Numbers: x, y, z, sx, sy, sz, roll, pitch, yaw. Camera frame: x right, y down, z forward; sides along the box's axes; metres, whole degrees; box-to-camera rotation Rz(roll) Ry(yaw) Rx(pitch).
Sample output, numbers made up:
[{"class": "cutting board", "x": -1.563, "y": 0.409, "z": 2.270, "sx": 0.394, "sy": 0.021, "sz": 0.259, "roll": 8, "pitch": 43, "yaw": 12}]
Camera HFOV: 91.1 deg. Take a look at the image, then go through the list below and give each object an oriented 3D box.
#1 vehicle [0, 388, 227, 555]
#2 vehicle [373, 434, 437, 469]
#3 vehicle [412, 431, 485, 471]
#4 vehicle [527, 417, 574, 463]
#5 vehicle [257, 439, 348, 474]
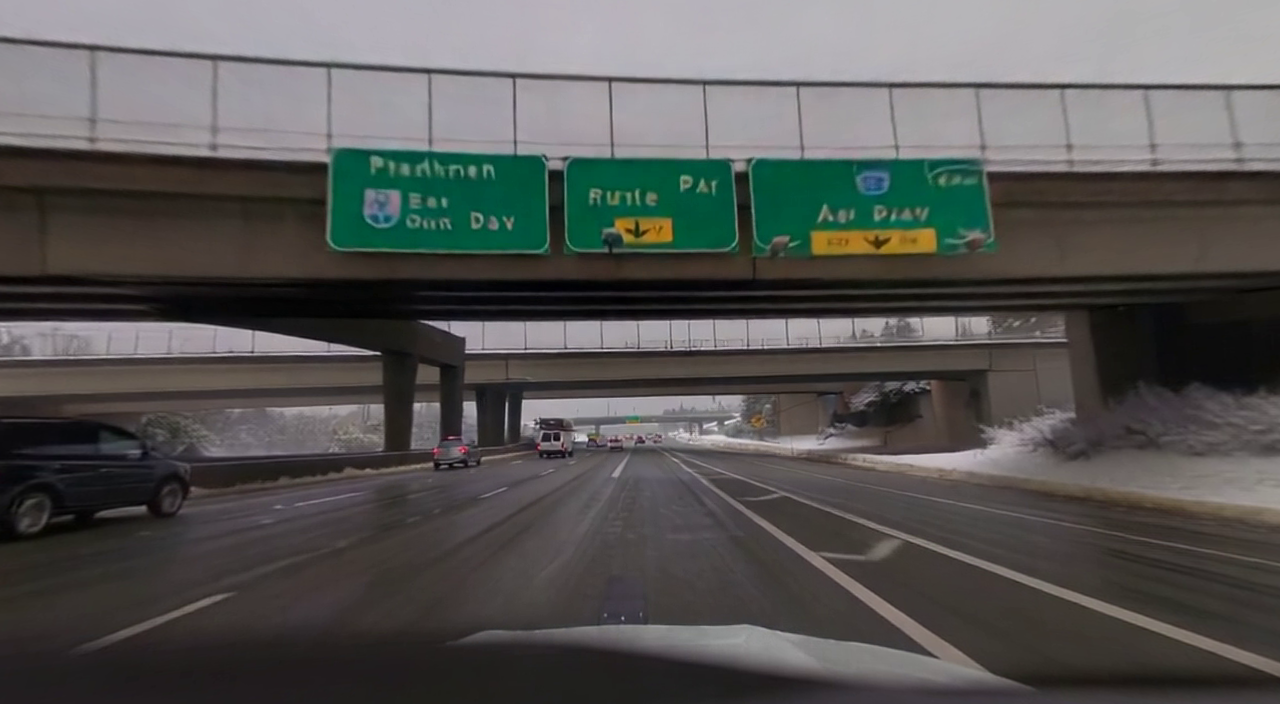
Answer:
[{"class": "vehicle", "x": -8.665, "y": 1.663, "z": 9.124, "sx": 2.179, "sy": 1.948, "sz": 4.618, "roll": 0, "pitch": -8, "yaw": -1}, {"class": "vehicle", "x": -12.634, "y": 5.360, "z": 34.019, "sx": 1.900, "sy": 1.726, "sz": 4.236, "roll": 0, "pitch": -8, "yaw": -2}, {"class": "vehicle", "x": -9.209, "y": 4.805, "z": 30.611, "sx": 2.109, "sy": 1.784, "sz": 4.709, "roll": 0, "pitch": -8, "yaw": -1}, {"class": "vehicle", "x": -5.951, "y": 5.980, "z": 42.602, "sx": 2.301, "sy": 2.843, "sz": 6.458, "roll": 0, "pitch": -8, "yaw": -1}, {"class": "vehicle", "x": -15.846, "y": 4.921, "z": 29.762, "sx": 1.863, "sy": 1.499, "sz": 4.455, "roll": 0, "pitch": -8, "yaw": -1}]
